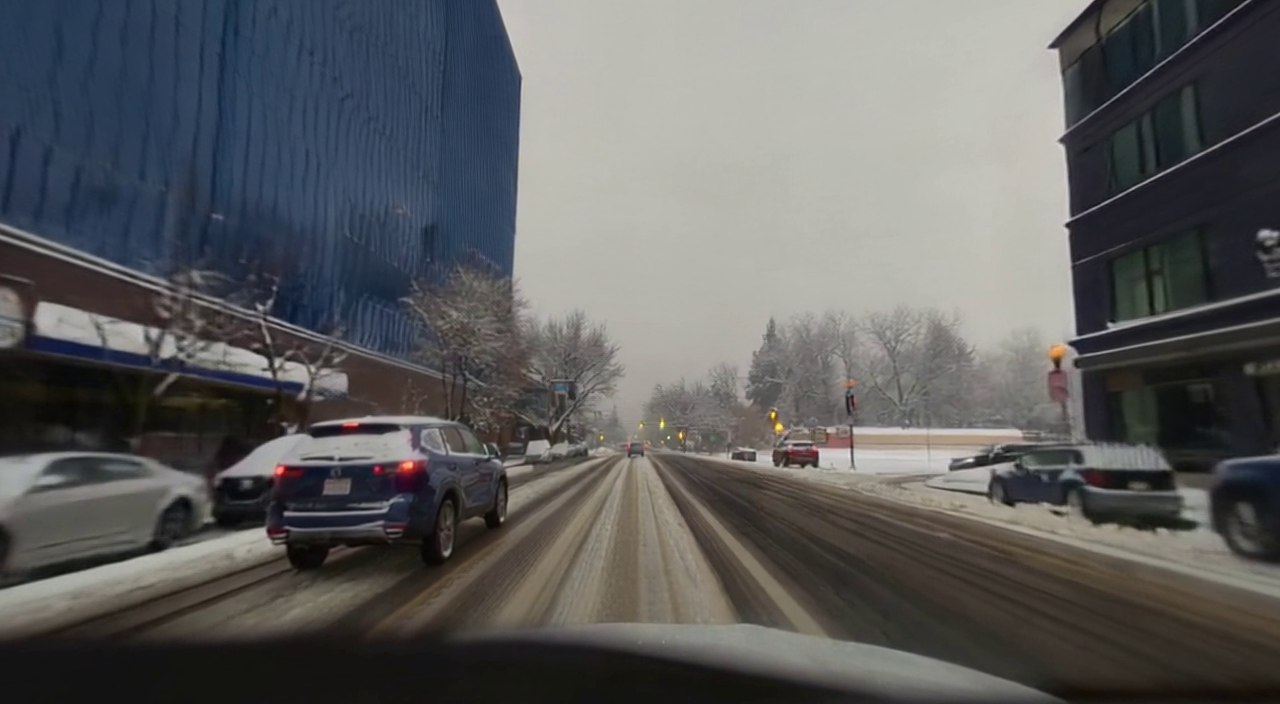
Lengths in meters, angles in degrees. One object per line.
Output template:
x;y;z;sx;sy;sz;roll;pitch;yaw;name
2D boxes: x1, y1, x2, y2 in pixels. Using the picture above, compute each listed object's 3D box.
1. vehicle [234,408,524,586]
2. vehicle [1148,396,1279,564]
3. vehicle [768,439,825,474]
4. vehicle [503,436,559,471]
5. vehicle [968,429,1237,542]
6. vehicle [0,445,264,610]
-3.022;1.769;8.574;2.002;1.756;4.366;-1;-8;1;vehicle
9.247;1.486;7.094;2.249;2.117;5.743;0;-8;0;vehicle
9.290;6.227;37.977;2.129;1.929;5.537;0;-8;1;vehicle
-6.737;6.356;39.661;2.290;2.012;5.654;-1;-8;2;vehicle
9.000;2.581;12.984;2.005;1.726;4.658;5;-8;-1;vehicle
-6.929;1.936;7.493;1.984;1.508;4.788;-4;-8;1;vehicle
